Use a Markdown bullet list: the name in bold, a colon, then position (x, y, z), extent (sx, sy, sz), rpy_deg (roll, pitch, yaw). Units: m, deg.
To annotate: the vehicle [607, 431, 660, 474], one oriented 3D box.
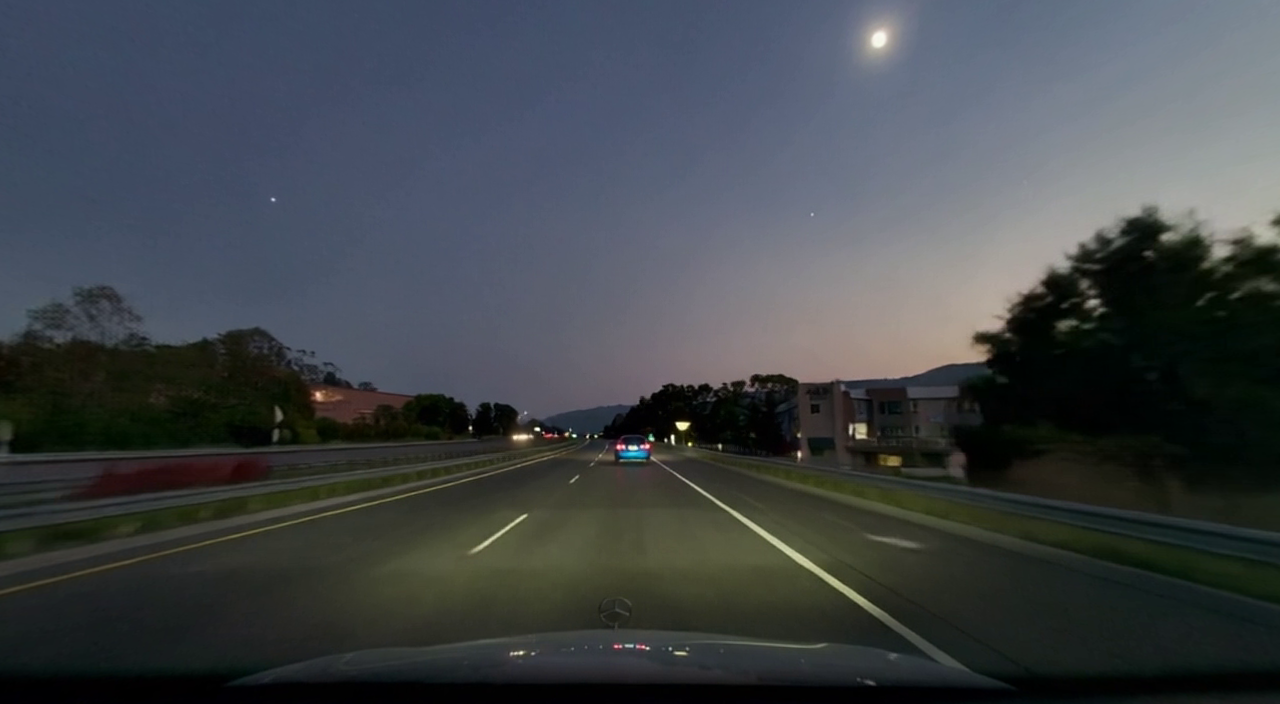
- **vehicle**: position (-0.290, 4.105, 25.929), extent (2.020, 1.633, 3.942), rpy_deg (0, -8, -1)
